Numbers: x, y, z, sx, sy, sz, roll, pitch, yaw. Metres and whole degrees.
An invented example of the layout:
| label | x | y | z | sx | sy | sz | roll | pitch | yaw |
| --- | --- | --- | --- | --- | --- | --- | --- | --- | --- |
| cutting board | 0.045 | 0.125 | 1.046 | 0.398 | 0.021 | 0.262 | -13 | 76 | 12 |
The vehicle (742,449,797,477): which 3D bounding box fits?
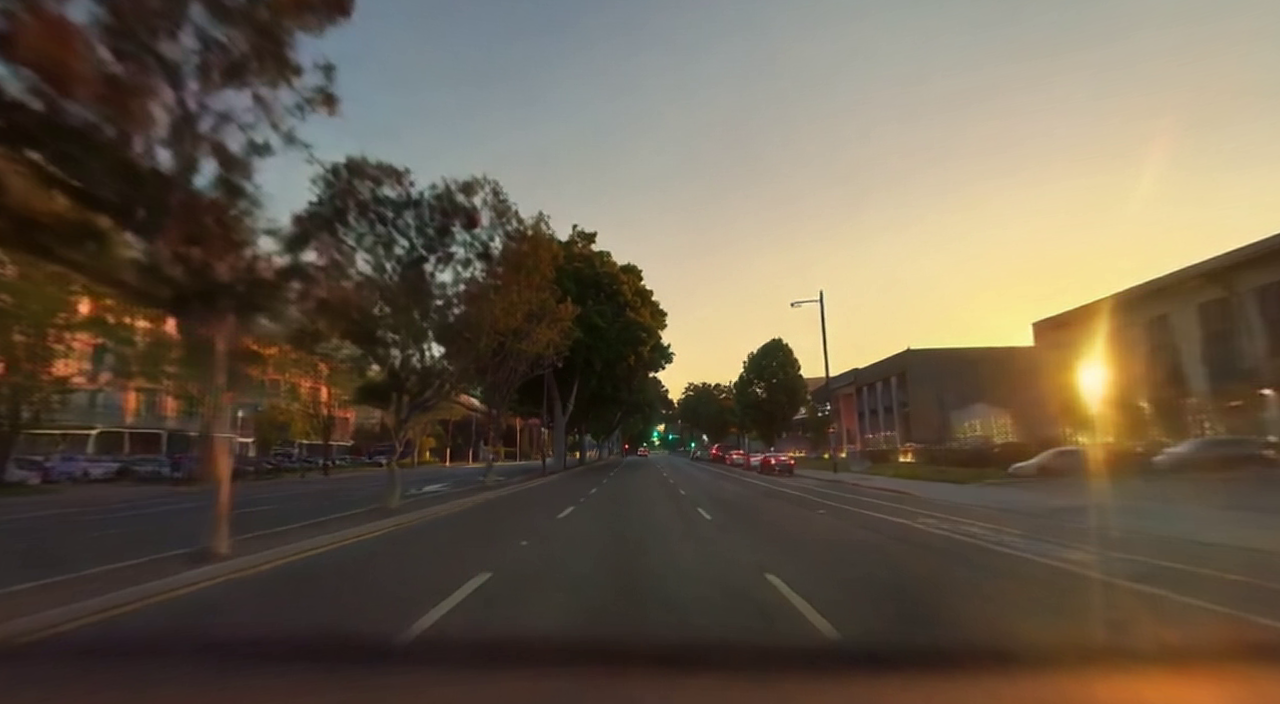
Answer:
| label | x | y | z | sx | sy | sz | roll | pitch | yaw |
| --- | --- | --- | --- | --- | --- | --- | --- | --- | --- |
| vehicle | 7.447 | 6.425 | 36.792 | 2.066 | 1.451 | 4.783 | 0 | -8 | -2 |
